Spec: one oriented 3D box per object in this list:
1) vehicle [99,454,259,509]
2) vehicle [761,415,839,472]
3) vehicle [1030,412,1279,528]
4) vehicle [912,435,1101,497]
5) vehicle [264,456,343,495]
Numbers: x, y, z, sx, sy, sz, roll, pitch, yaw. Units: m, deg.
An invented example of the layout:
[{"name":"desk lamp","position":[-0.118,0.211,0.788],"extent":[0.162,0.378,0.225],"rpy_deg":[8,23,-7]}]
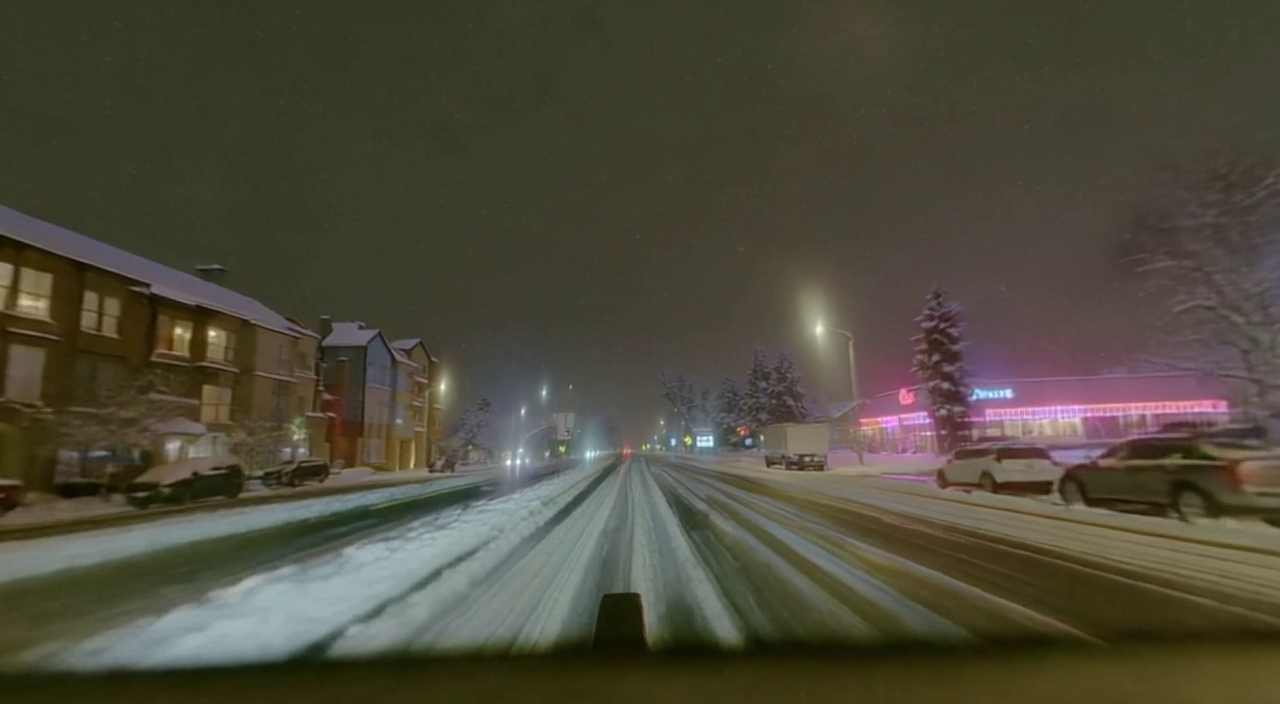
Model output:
[{"name":"vehicle","position":[-19.113,5.343,26.693],"extent":[2.247,1.820,5.907],"rpy_deg":[-3,-8,2]},{"name":"vehicle","position":[9.832,5.742,39.652],"extent":[2.917,3.205,6.985],"rpy_deg":[0,-8,-1]},{"name":"vehicle","position":[10.125,2.121,11.908],"extent":[2.183,1.698,5.010],"rpy_deg":[0,-9,-2]},{"name":"vehicle","position":[10.128,3.209,18.098],"extent":[2.170,1.492,5.038],"rpy_deg":[1,-9,-3]},{"name":"vehicle","position":[-19.310,7.051,36.477],"extent":[2.042,1.773,4.914],"rpy_deg":[-4,-8,-2]}]
